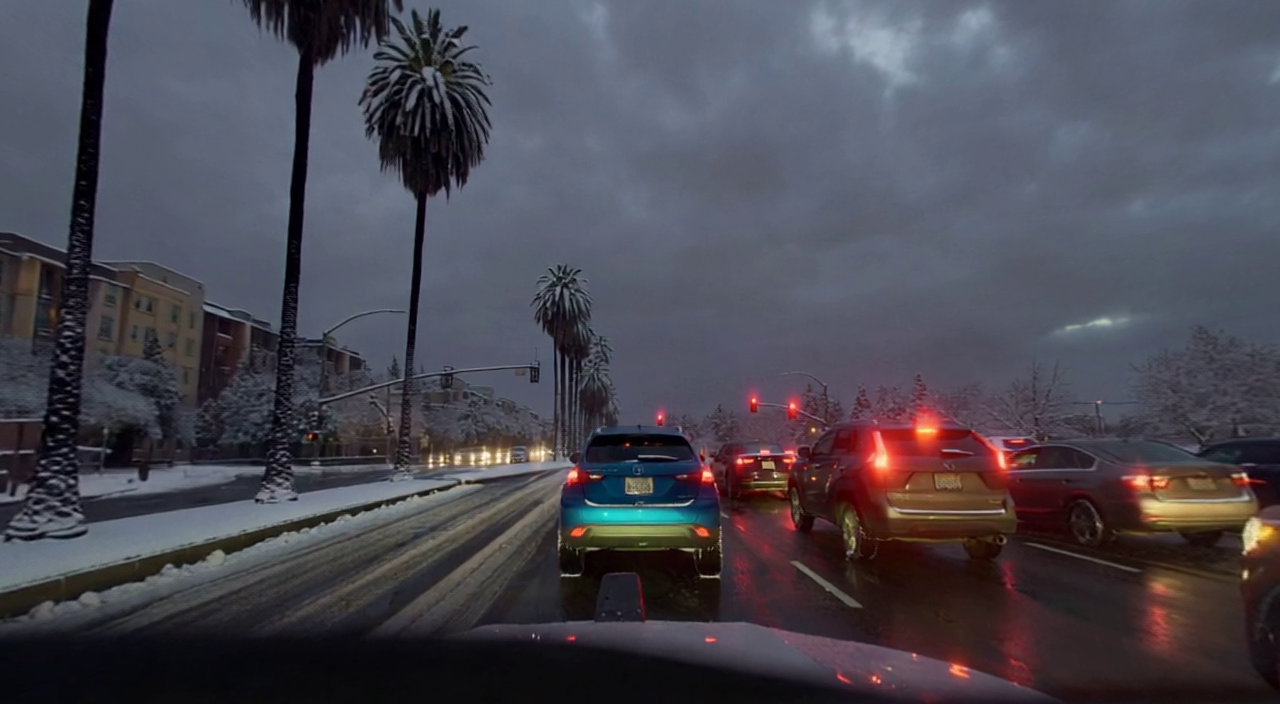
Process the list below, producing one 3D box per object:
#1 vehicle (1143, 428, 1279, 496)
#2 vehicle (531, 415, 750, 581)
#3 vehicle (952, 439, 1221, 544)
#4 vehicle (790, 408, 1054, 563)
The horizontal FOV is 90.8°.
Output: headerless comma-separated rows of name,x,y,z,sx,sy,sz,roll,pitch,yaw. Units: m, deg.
vehicle,18.051,3.201,18.493,4.786,1.848,2.107,0,-9,-1
vehicle,0.001,1.708,8.124,2.083,1.572,4.021,0,-9,0
vehicle,7.367,2.294,11.051,1.832,1.477,3.981,0,-9,2
vehicle,3.664,1.821,9.246,1.947,1.725,4.159,0,-9,1
